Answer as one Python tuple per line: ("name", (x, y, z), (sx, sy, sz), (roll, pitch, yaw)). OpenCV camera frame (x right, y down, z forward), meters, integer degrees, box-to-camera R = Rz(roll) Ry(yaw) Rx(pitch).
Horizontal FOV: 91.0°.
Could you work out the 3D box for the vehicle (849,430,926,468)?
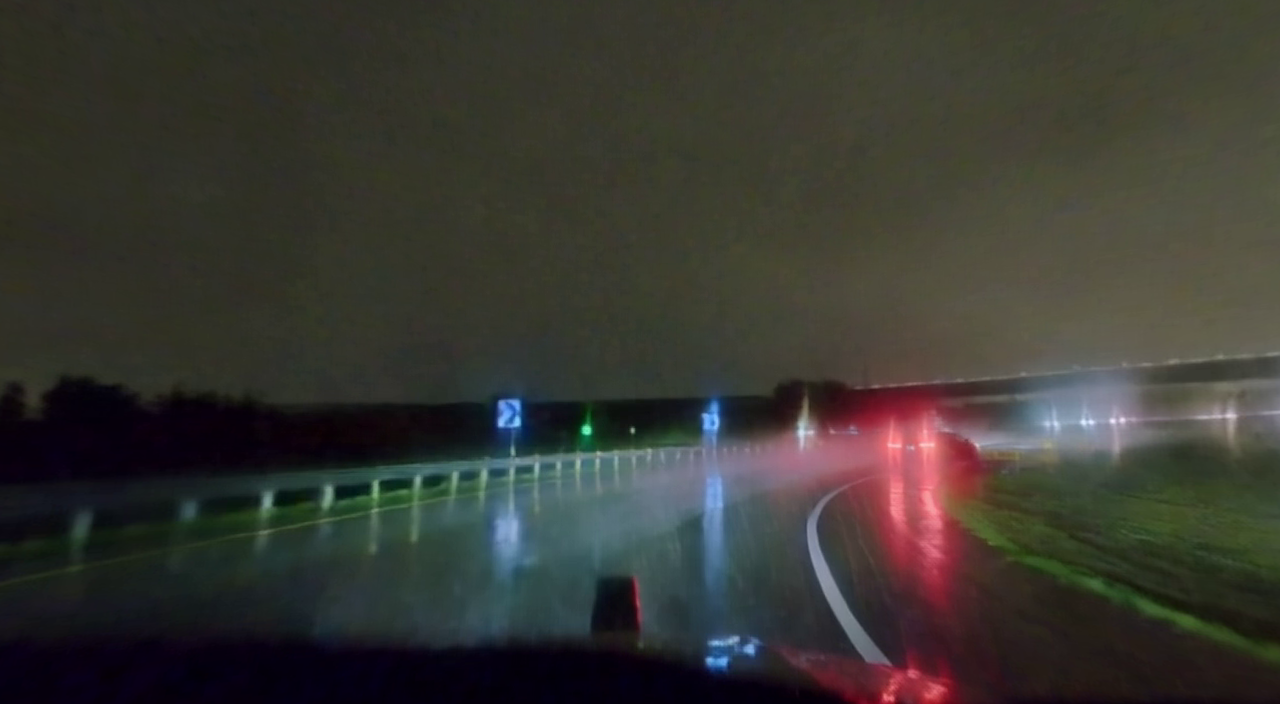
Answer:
("vehicle", (11.231, 4.333, 28.420), (2.028, 1.440, 3.970), (-3, -8, 41))
